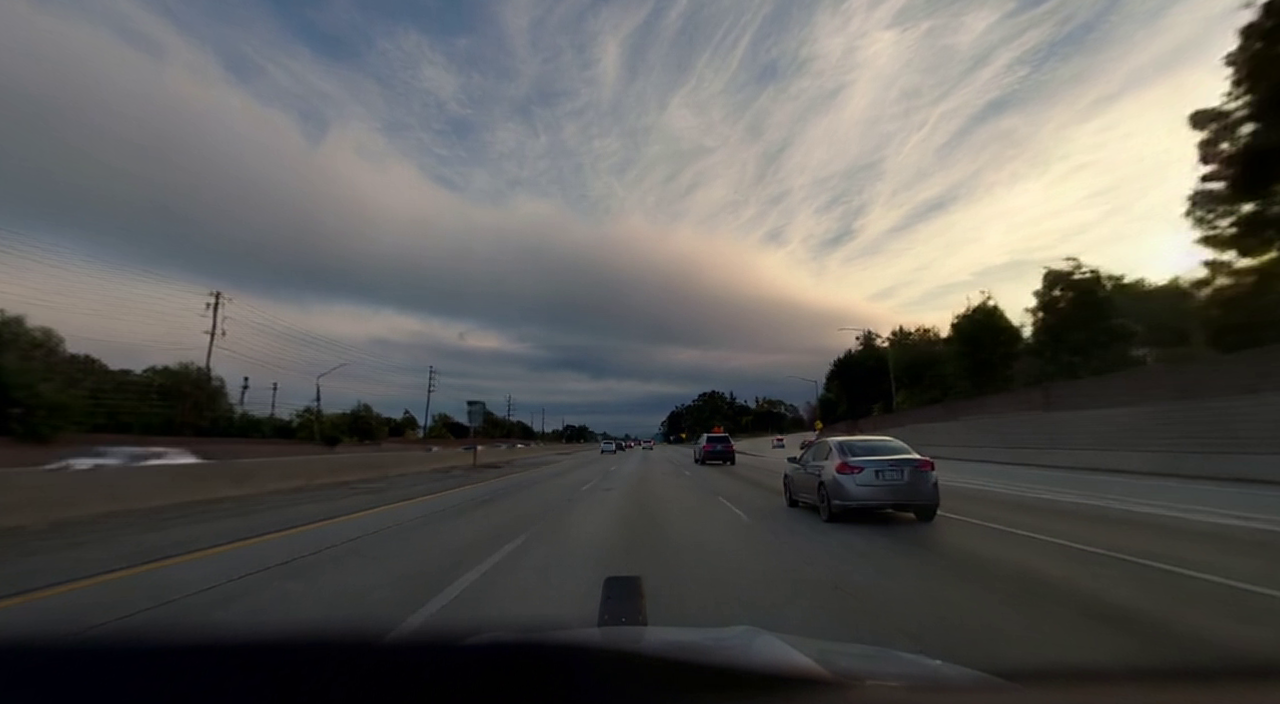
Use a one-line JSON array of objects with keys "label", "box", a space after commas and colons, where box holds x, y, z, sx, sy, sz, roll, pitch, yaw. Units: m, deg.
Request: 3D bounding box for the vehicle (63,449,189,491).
[{"label": "vehicle", "box": [-18.990, 4.345, 23.508, 1.662, 1.396, 3.501, 0, -8, 1]}]

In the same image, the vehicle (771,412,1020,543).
[{"label": "vehicle", "box": [3.697, 1.906, 10.240, 2.146, 1.639, 4.475, 0, -8, 0]}]

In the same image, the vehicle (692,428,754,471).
[{"label": "vehicle", "box": [4.138, 4.987, 32.411, 2.442, 2.022, 5.466, 0, -8, 0]}]

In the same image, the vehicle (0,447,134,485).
[{"label": "vehicle", "box": [-25.772, 5.079, 28.476, 2.049, 1.494, 4.540, 0, -8, 1]}]
